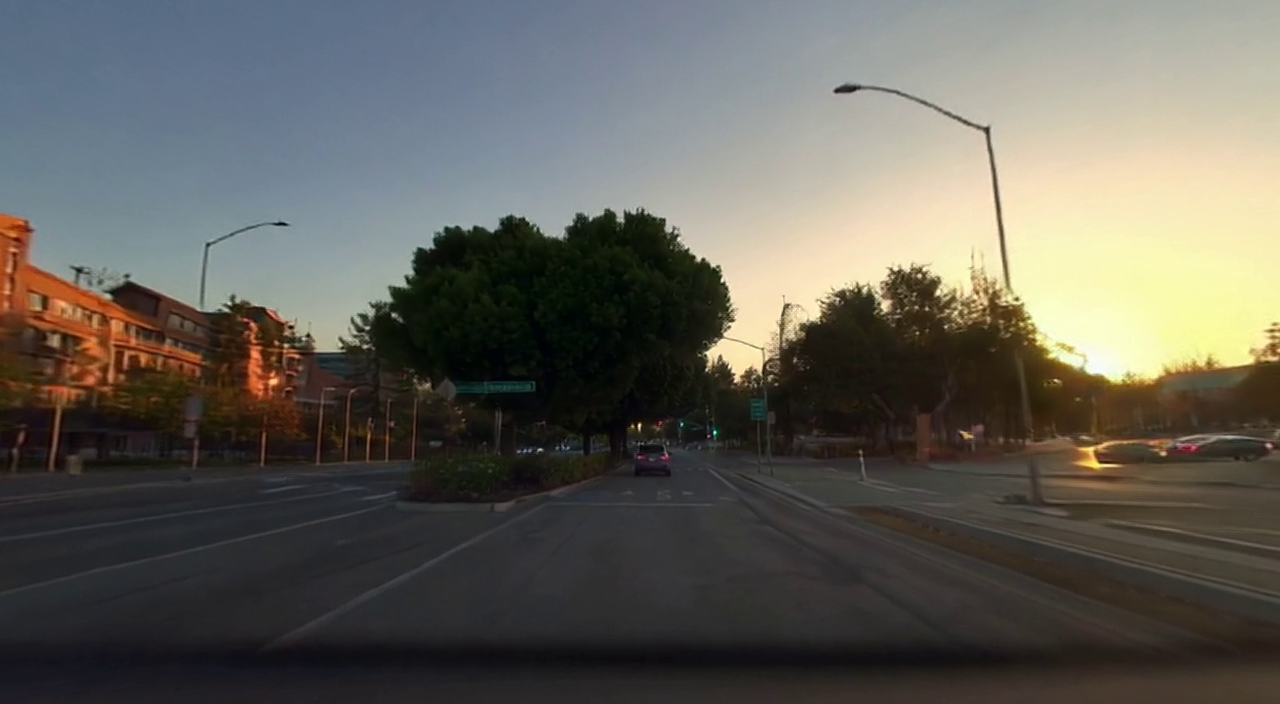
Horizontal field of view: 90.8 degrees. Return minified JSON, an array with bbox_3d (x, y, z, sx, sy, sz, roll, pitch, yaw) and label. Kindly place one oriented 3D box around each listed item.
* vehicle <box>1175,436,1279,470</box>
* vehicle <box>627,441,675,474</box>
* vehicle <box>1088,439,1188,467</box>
[{"bbox_3d":[33.501,5.668,35.816,1.984,1.750,4.798,0,-8,-2],"label":"vehicle"},{"bbox_3d":[0.576,5.075,30.750,2.133,1.481,4.276,0,-8,2],"label":"vehicle"},{"bbox_3d":[28.346,5.761,36.157,1.839,1.470,4.548,1,-8,-3],"label":"vehicle"}]
